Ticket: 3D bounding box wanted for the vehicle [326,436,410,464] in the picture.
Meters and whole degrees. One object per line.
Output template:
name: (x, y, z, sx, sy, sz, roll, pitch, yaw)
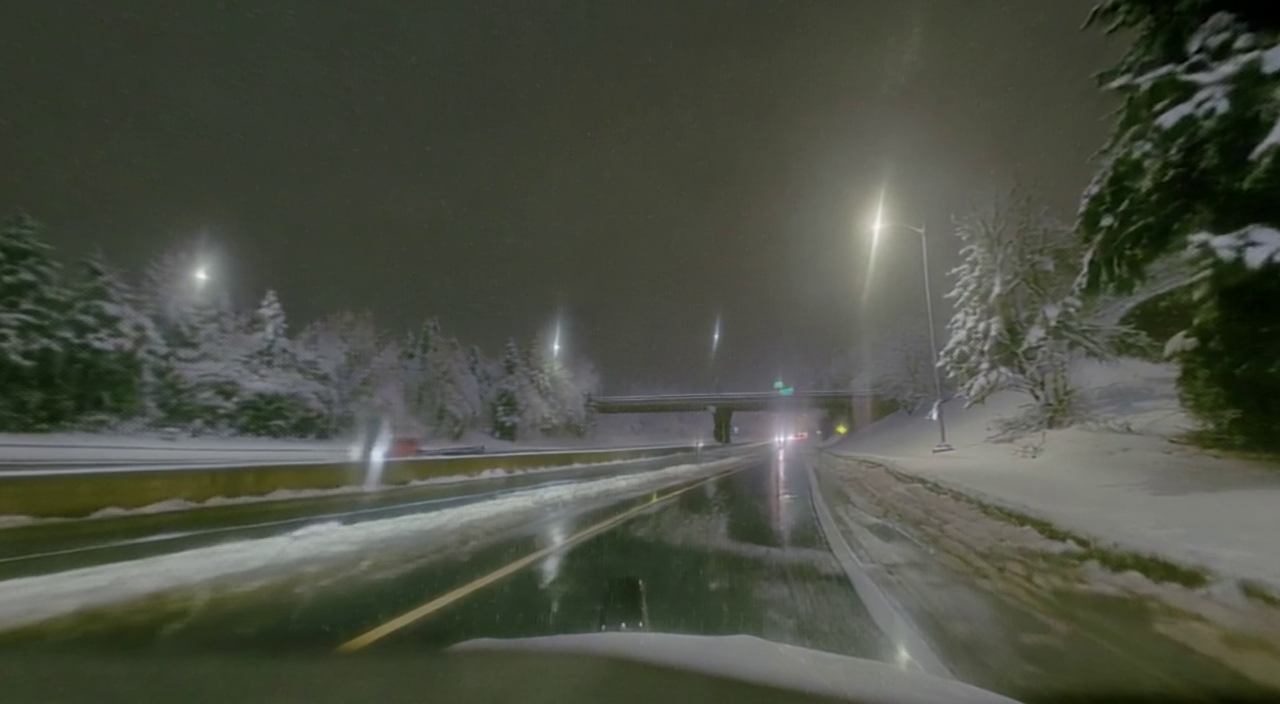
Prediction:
vehicle: (-15.283, 5.530, 35.654, 1.919, 1.484, 4.248, -3, -9, 19)
